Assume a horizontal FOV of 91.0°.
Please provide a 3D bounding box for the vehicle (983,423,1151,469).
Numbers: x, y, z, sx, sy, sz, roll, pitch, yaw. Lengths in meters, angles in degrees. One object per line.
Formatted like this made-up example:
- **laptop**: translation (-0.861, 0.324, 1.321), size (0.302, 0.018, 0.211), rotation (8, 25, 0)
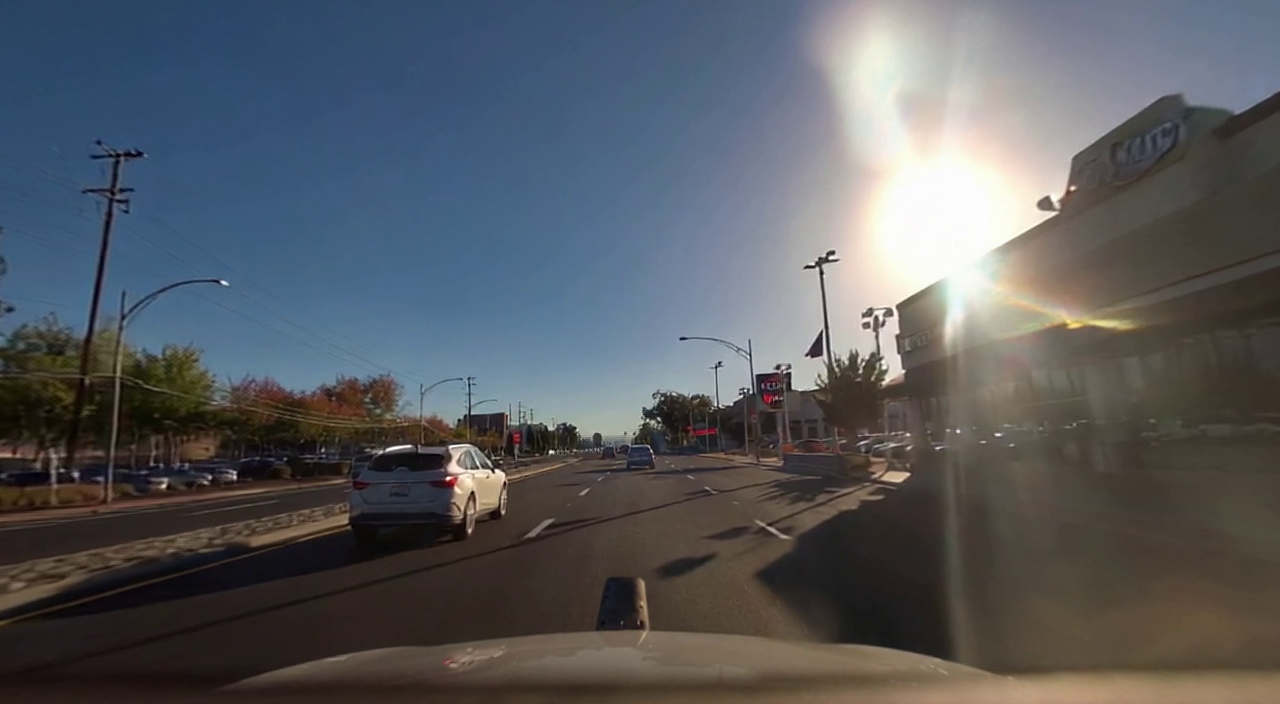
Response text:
- **vehicle**: translation (14.683, 3.270, 21.873), size (4.363, 1.485, 1.964), rotation (0, -9, 1)

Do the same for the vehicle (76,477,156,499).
- **vehicle**: translation (-37.171, 9.641, 44.746), size (4.103, 1.444, 1.795), rotation (0, -9, 2)

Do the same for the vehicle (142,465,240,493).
- **vehicle**: translation (-31.990, 9.028, 44.925), size (5.325, 1.814, 2.128), rotation (0, -9, 1)

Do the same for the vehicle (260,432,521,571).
- **vehicle**: translation (-3.124, 1.954, 9.059), size (1.939, 1.496, 4.309), rotation (0, -9, 1)

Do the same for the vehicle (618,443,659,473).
- **vehicle**: translation (-0.086, 5.537, 33.123), size (2.019, 1.459, 4.005), rotation (0, -9, -1)
